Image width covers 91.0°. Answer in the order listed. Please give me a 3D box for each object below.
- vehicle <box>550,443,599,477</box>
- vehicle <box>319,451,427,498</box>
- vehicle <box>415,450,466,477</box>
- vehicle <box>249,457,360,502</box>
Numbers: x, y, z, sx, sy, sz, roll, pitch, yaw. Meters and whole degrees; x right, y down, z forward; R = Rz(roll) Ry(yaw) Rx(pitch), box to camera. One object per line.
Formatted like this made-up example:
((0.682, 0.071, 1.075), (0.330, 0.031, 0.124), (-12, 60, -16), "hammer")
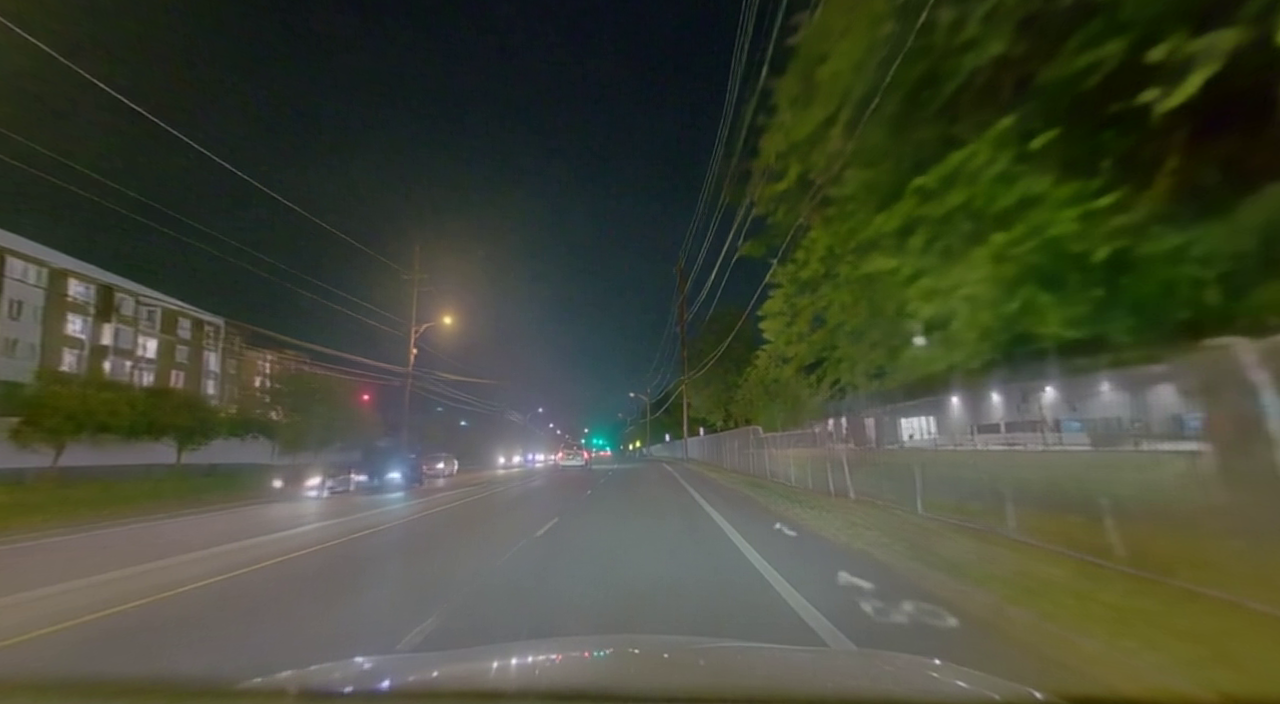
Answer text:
((-3.161, 5.319, 31.303), (1.992, 1.515, 4.289), (0, -9, 0), "vehicle")
((-9.644, 4.433, 23.189), (2.007, 1.520, 4.466), (0, -9, 0), "vehicle")
((-13.309, 7.460, 42.315), (1.942, 1.660, 4.595), (0, -9, -1), "vehicle")
((-13.033, 4.931, 24.807), (1.923, 1.512, 4.468), (0, -9, 0), "vehicle")
